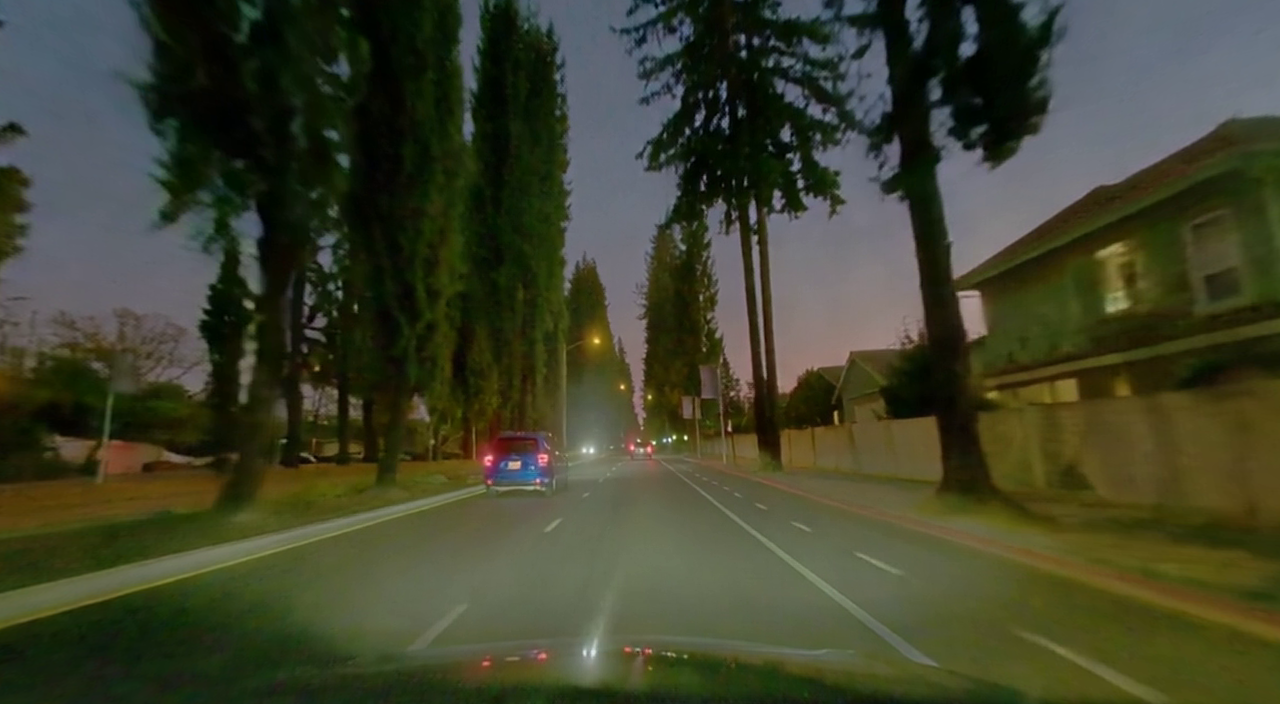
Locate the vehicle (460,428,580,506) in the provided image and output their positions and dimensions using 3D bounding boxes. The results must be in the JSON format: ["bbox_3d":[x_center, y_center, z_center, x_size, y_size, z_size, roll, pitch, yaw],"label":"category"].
[{"bbox_3d":[-3.093,3.097,17.414,2.281,1.837,4.845,0,-9,1],"label":"vehicle"}]
